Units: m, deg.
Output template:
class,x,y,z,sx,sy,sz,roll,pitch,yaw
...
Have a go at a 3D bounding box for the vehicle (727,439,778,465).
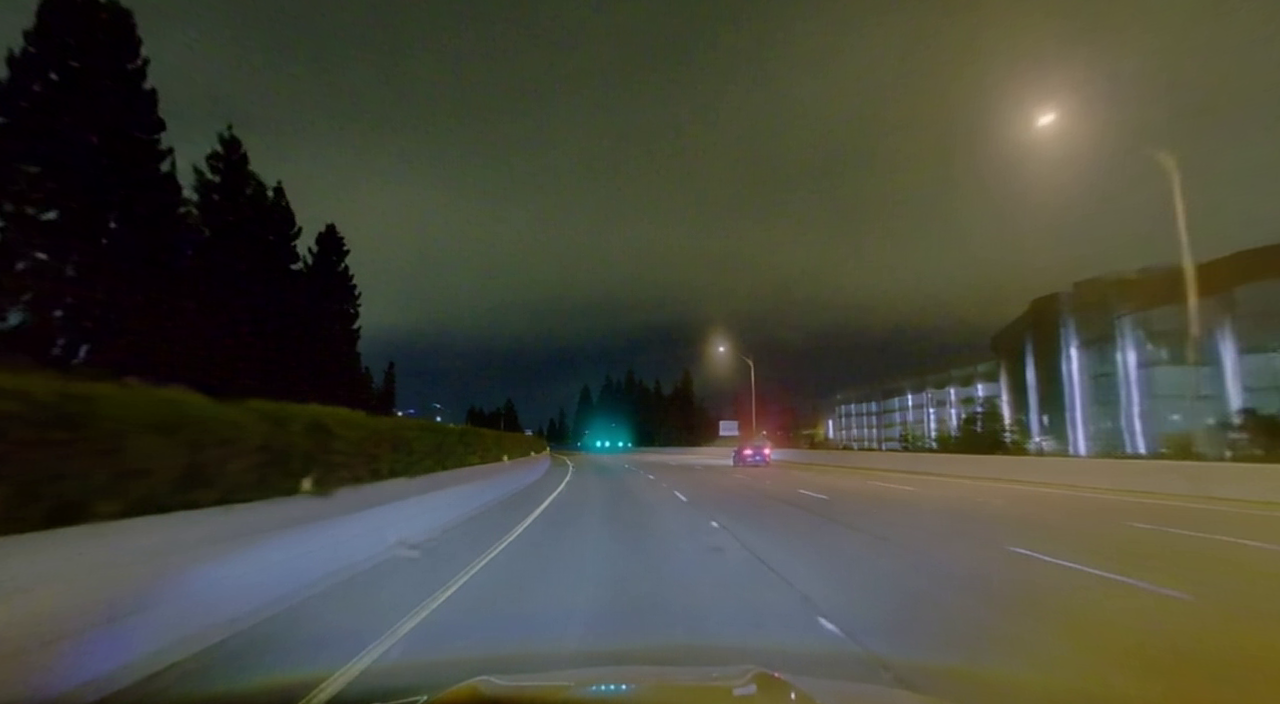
class,x,y,z,sx,sy,sz,roll,pitch,yaw
vehicle,7.066,6.318,39.896,1.908,1.483,4.474,1,-9,-7
